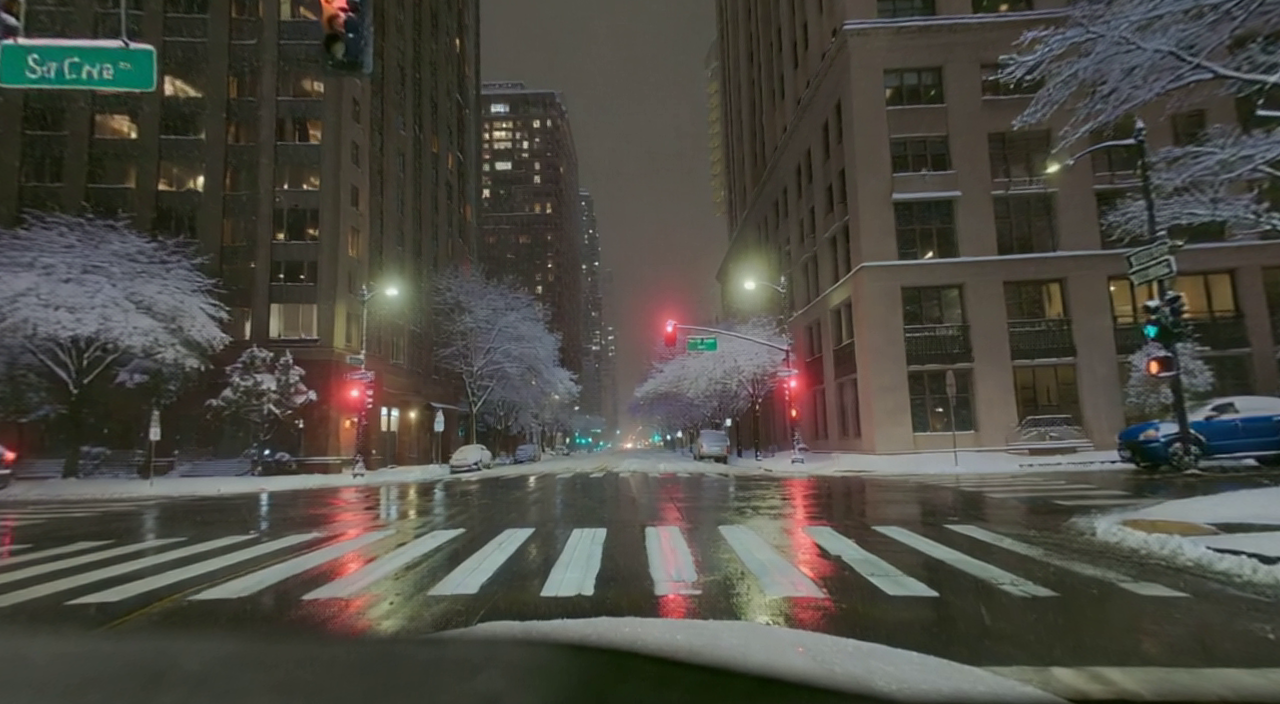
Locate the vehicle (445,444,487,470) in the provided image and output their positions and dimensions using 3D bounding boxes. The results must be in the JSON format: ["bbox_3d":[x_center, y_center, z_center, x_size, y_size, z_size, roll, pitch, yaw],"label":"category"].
[{"bbox_3d":[-12.451,7.506,45.381,1.935,1.639,4.244,-3,-8,-2],"label":"vehicle"}]

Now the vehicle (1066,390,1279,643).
[{"bbox_3d":[5.651,1.137,4.241,2.070,1.804,4.881,0,-8,-1],"label":"vehicle"}]
